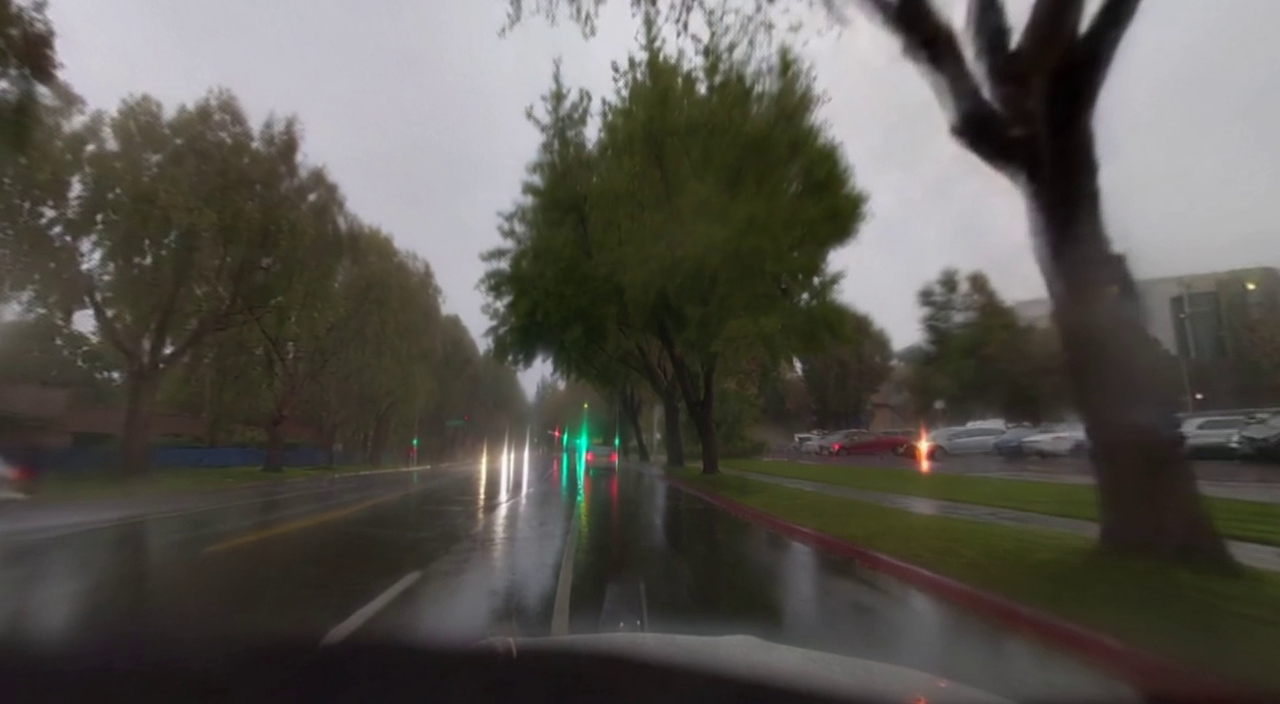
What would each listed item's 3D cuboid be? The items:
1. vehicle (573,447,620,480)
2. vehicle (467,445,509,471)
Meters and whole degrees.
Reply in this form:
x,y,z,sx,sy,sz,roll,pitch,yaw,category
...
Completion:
x,y,z,sx,sy,sz,roll,pitch,yaw,category
-2.073,5.300,30.349,2.111,1.466,4.223,0,-9,-3,vehicle
-10.516,7.358,44.043,2.049,1.723,4.310,0,-9,-4,vehicle
